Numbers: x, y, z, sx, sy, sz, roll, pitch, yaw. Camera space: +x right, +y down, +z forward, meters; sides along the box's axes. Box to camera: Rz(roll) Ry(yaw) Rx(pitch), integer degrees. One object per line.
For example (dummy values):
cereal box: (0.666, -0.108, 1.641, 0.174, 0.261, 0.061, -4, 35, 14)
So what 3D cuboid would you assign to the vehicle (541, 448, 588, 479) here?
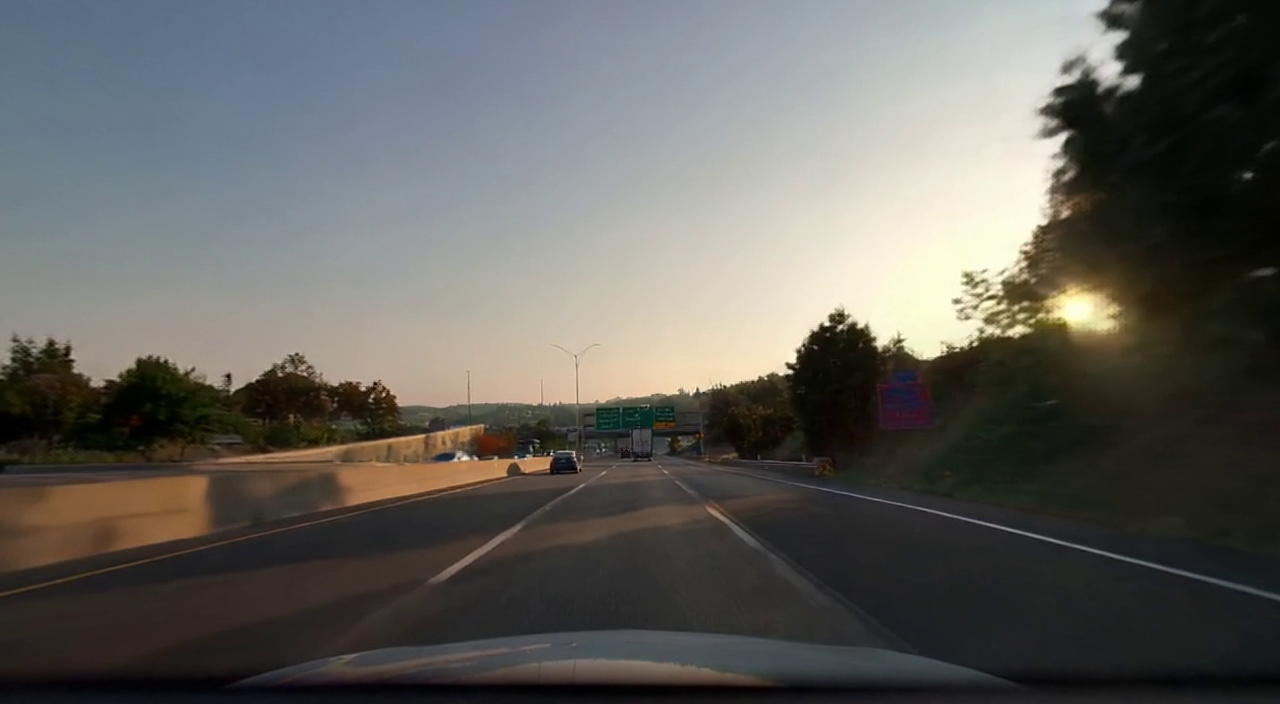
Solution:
vehicle: (-3.799, 5.711, 32.507, 1.886, 1.465, 4.119, 0, -9, 0)
